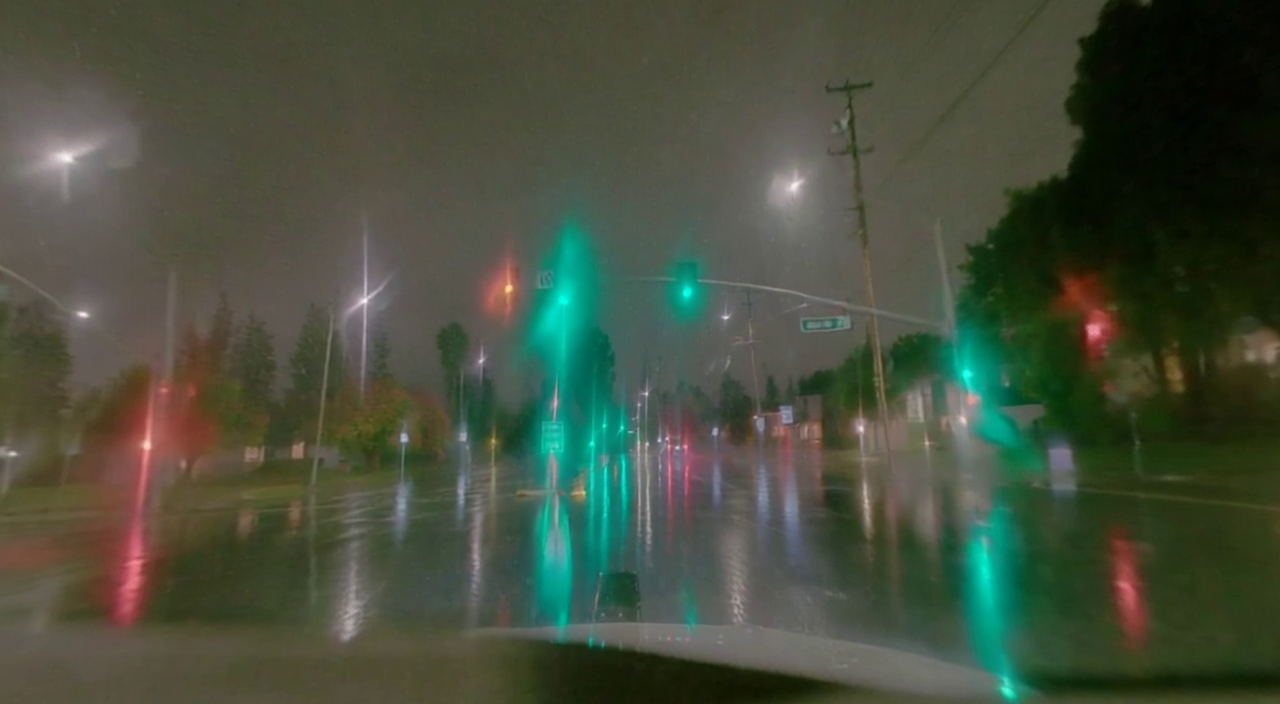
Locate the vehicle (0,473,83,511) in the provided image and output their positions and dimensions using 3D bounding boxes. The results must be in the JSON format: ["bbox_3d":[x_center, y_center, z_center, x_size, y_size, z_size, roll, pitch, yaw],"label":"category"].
[{"bbox_3d":[-28.915,6.546,29.779,1.974,1.457,4.248,1,-9,-11],"label":"vehicle"}]
